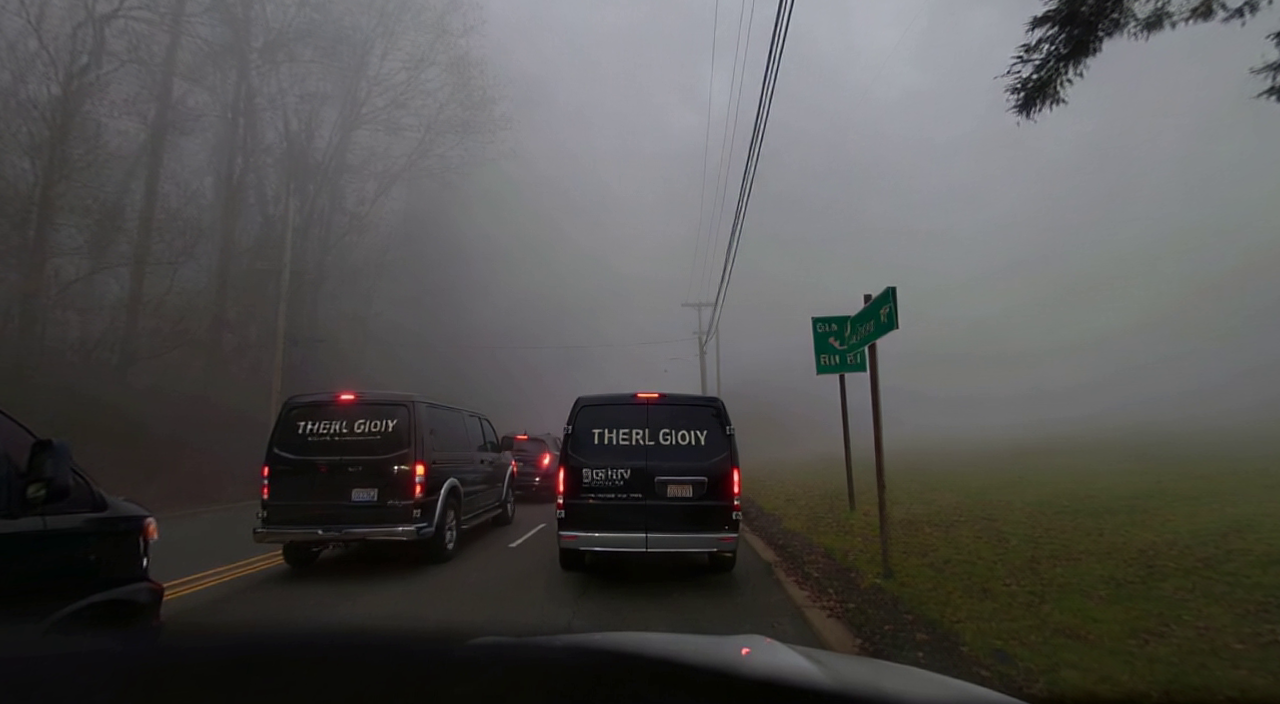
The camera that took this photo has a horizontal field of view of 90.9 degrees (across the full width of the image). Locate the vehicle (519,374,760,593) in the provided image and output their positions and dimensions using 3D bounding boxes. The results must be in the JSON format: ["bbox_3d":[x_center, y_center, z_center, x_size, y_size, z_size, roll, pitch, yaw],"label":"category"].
[{"bbox_3d":[0.104,1.458,7.688,2.117,1.911,4.095,-1,-8,3],"label":"vehicle"}]

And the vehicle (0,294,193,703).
[{"bbox_3d":[-3.133,0.470,0.239,2.160,1.796,4.997,0,-8,1],"label":"vehicle"}]

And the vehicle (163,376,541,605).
[{"bbox_3d":[-2.761,1.482,7.621,2.109,1.851,4.749,-1,-8,3],"label":"vehicle"}]
